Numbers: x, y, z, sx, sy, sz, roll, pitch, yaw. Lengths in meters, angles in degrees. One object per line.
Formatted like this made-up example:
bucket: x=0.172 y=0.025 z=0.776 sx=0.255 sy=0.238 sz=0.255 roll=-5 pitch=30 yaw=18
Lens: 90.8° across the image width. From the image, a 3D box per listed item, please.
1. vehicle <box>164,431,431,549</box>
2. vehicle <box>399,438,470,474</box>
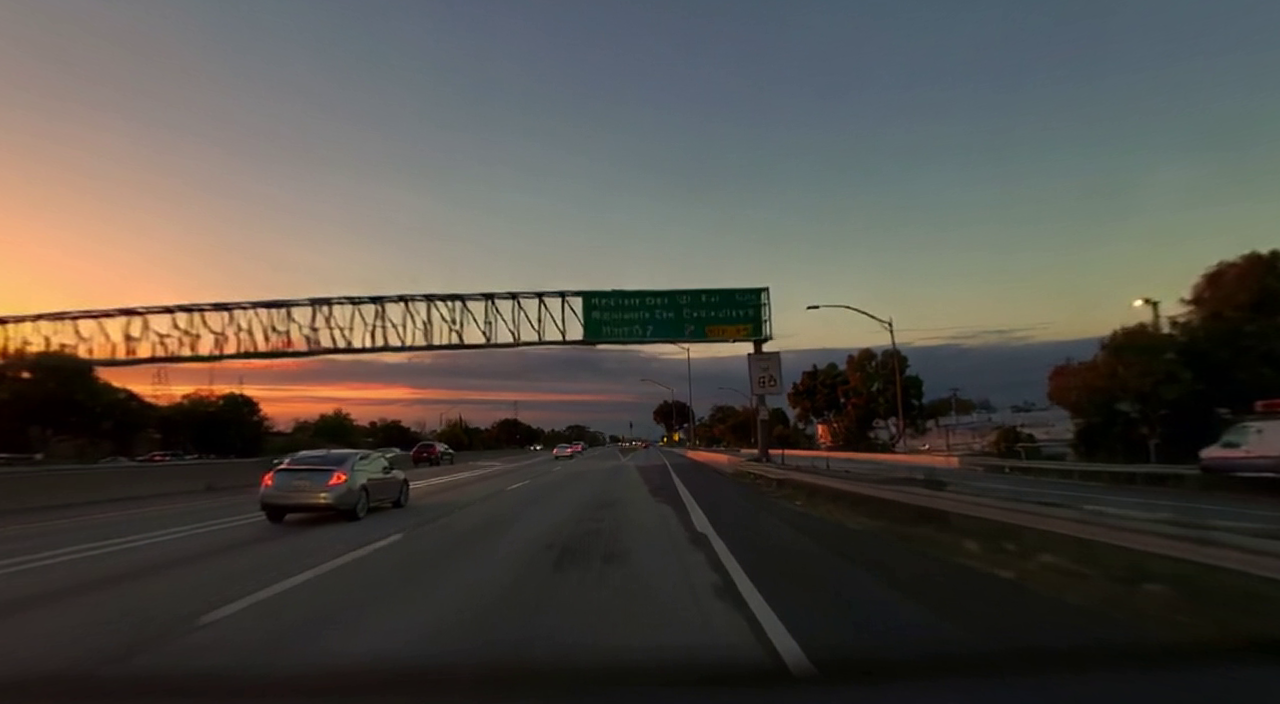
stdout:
vehicle: x=-5.162 y=2.113 z=10.500 sx=1.940 sy=1.479 sz=4.777 roll=0 pitch=-8 yaw=-2
vehicle: x=-10.532 y=5.376 z=32.849 sx=2.126 sy=1.671 sz=5.173 roll=0 pitch=-8 yaw=-2
